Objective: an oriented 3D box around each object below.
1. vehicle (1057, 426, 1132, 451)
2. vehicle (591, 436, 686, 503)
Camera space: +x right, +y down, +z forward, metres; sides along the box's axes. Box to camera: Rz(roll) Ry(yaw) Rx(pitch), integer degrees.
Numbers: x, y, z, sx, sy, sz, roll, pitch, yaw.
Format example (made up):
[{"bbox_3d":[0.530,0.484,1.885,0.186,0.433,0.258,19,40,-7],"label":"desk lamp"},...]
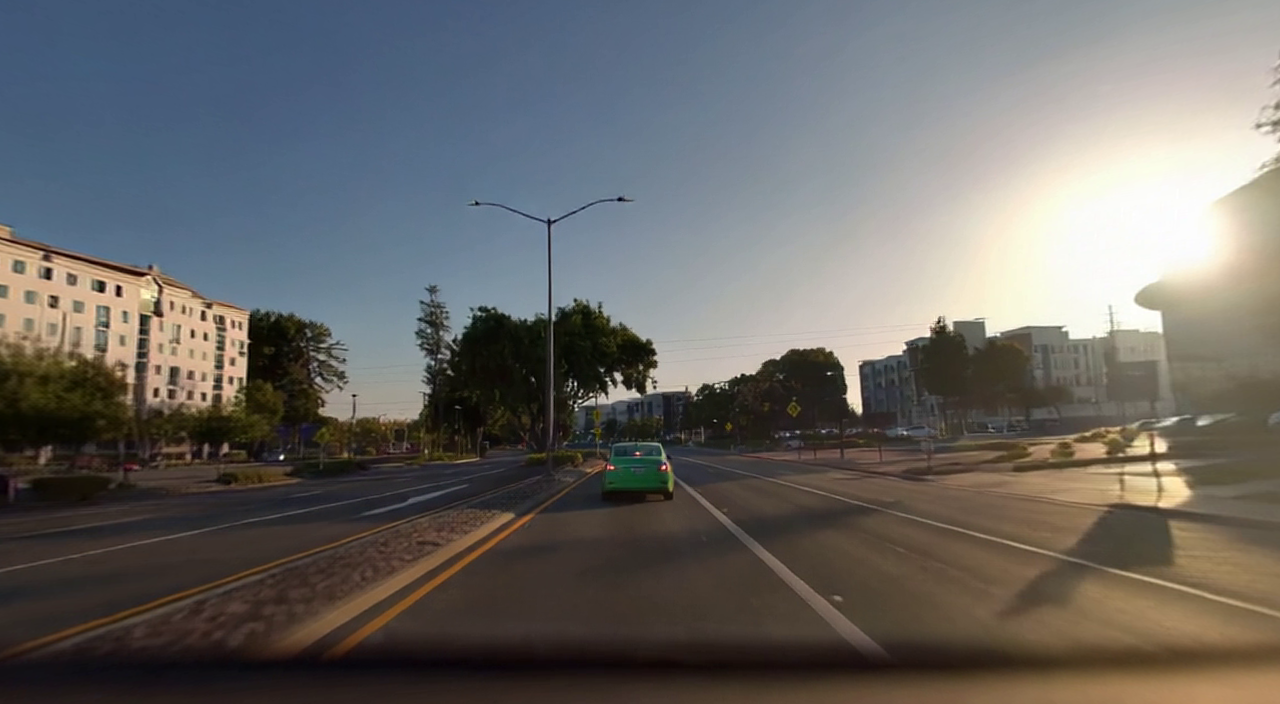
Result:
[{"bbox_3d":[32.841,6.288,45.632,1.868,1.675,4.527,0,-8,-3],"label":"vehicle"},{"bbox_3d":[-0.070,2.917,16.090,2.126,1.475,3.967,0,-8,-1],"label":"vehicle"}]
